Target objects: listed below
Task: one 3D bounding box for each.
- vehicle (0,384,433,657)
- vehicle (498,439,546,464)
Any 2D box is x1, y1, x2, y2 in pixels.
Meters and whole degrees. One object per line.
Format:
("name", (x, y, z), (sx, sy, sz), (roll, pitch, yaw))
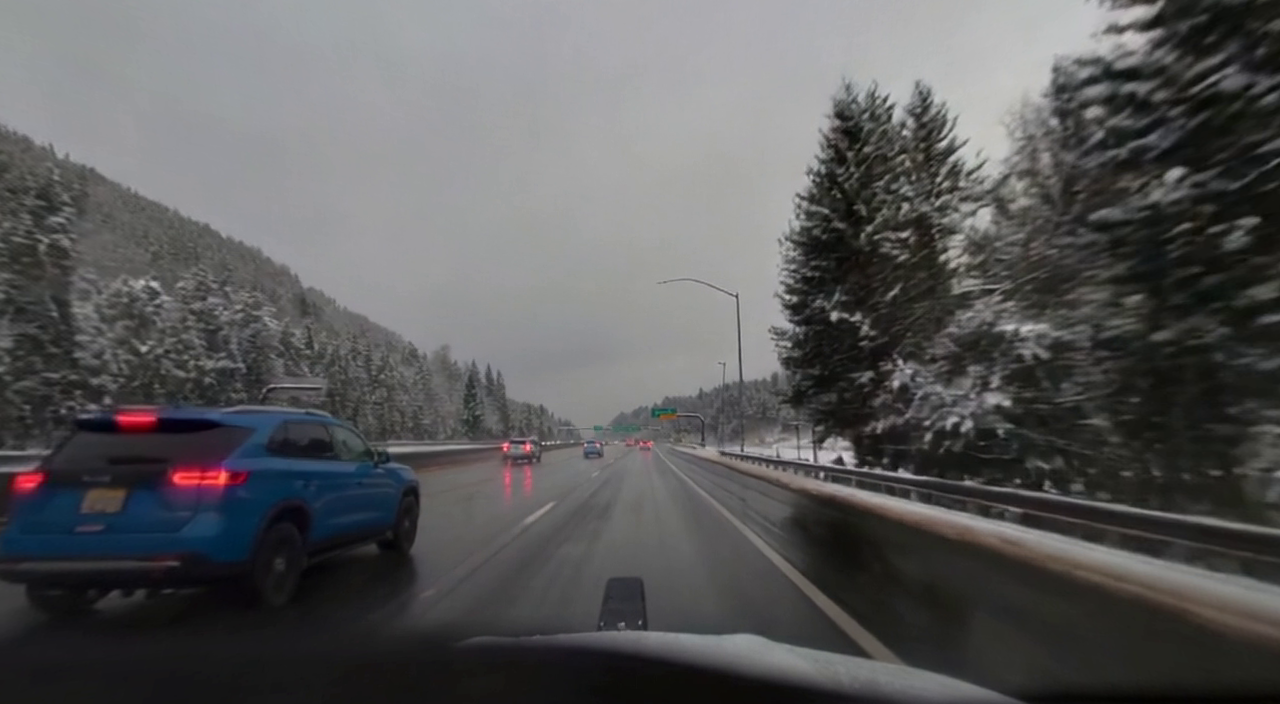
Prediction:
("vehicle", (-3.921, 1.389, 6.283), (2.138, 1.718, 4.415), (-1, -8, 1))
("vehicle", (-7.289, 6.180, 39.306), (1.963, 1.476, 4.739), (-1, -8, 1))
